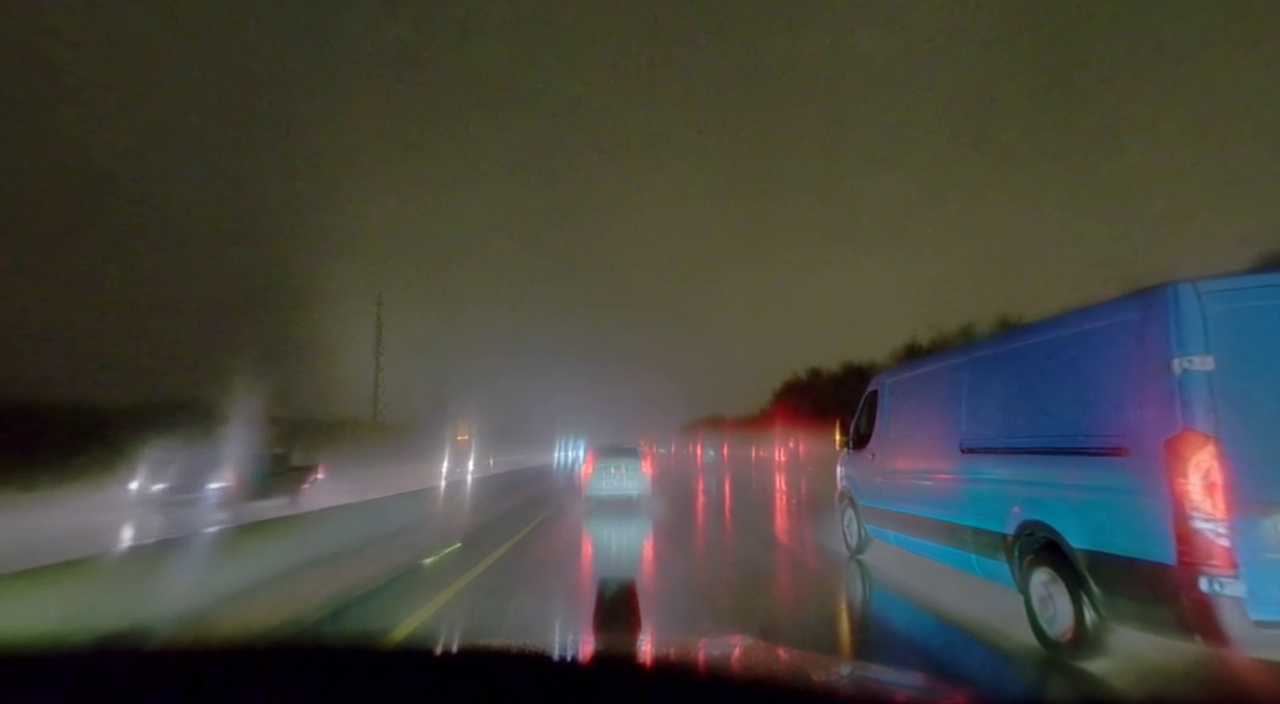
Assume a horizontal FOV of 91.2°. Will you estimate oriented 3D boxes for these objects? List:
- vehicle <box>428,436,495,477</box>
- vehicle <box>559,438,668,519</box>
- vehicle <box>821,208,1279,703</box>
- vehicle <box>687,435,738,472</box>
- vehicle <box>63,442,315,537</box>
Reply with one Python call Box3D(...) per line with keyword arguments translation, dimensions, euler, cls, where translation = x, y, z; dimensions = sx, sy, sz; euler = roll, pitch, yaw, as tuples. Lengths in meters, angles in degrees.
Box3D(translation=(-9.107, 5.373, 32.389), dimensions=(2.106, 1.959, 4.715), euler=(0, -9, -1), cls="vehicle")
Box3D(translation=(-0.518, 2.662, 13.642), dimensions=(2.029, 1.483, 3.769), euler=(0, -9, 0), cls="vehicle")
Box3D(translation=(3.785, 0.956, 5.699), dimensions=(2.399, 2.421, 5.829), euler=(0, -9, -1), cls="vehicle")
Box3D(translation=(4.069, 5.848, 36.135), dimensions=(2.261, 1.952, 4.784), euler=(0, -9, -1), cls="vehicle")
Box3D(translation=(-8.809, 2.675, 12.858), dimensions=(1.984, 1.571, 4.292), euler=(0, -9, -1), cls="vehicle")
